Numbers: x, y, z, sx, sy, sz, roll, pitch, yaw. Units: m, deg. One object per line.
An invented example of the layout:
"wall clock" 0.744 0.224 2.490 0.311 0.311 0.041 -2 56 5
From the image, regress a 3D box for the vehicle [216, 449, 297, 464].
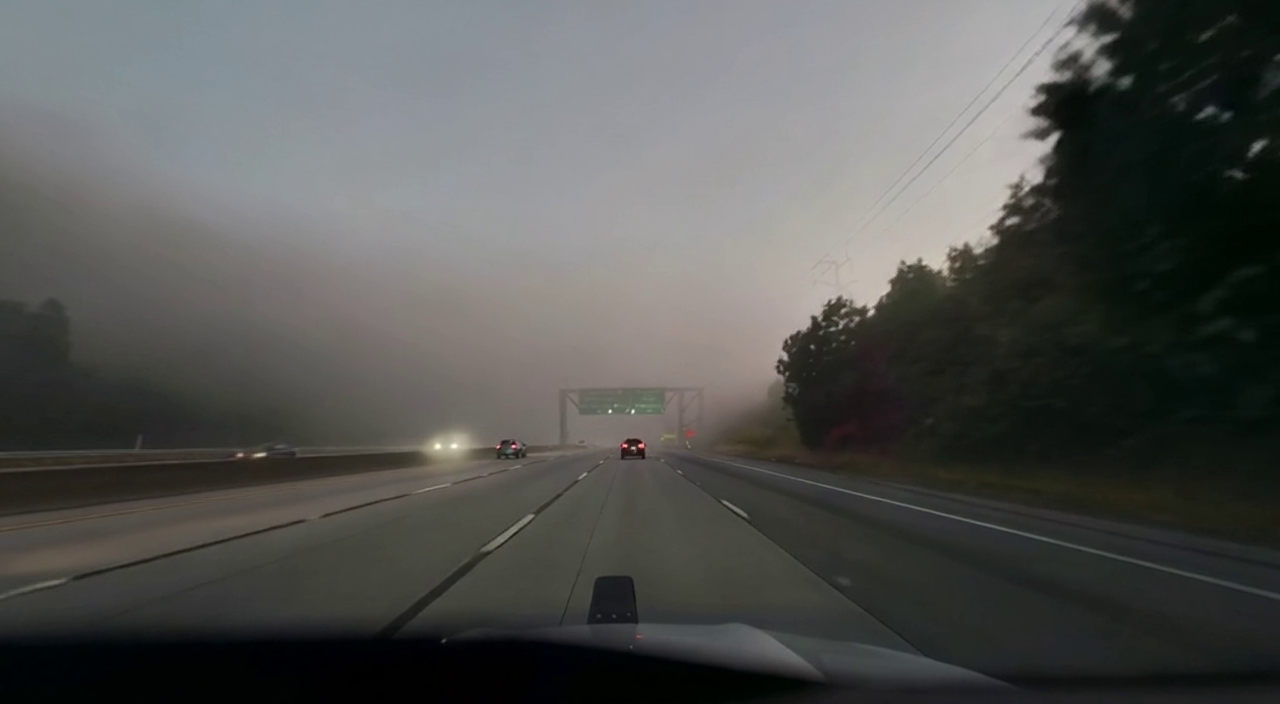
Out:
"vehicle" -23.084 6.315 38.083 2.163 0.794 4.642 0 -8 -2

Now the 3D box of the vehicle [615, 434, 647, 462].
"vehicle" -0.599 6.284 41.308 2.040 1.715 3.906 0 -8 -1

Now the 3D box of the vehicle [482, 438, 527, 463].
"vehicle" -8.745 6.379 40.886 2.047 1.486 4.306 0 -8 -1
